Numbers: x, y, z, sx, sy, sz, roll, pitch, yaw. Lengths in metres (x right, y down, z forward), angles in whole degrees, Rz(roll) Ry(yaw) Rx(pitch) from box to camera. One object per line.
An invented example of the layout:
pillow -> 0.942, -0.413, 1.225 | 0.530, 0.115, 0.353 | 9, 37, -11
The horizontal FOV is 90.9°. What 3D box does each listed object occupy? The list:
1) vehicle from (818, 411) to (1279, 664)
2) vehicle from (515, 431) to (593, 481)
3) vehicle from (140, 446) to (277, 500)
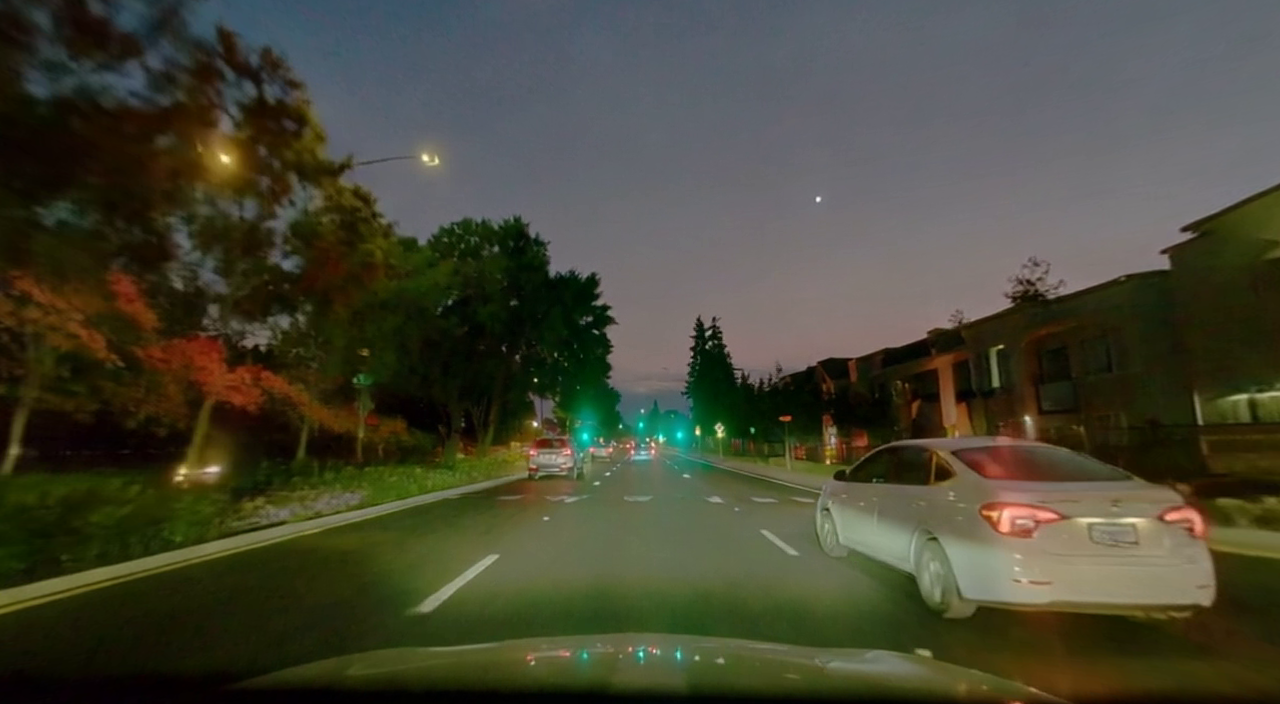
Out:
vehicle -> 3.307, 1.450, 6.068 | 1.945, 1.530, 4.320 | 0, -8, 0
vehicle -> -3.347, 4.182, 25.596 | 2.216, 1.828, 4.886 | -1, -8, 3
vehicle -> -17.789, 4.961, 26.376 | 2.194, 1.973, 4.870 | 0, -8, 0
